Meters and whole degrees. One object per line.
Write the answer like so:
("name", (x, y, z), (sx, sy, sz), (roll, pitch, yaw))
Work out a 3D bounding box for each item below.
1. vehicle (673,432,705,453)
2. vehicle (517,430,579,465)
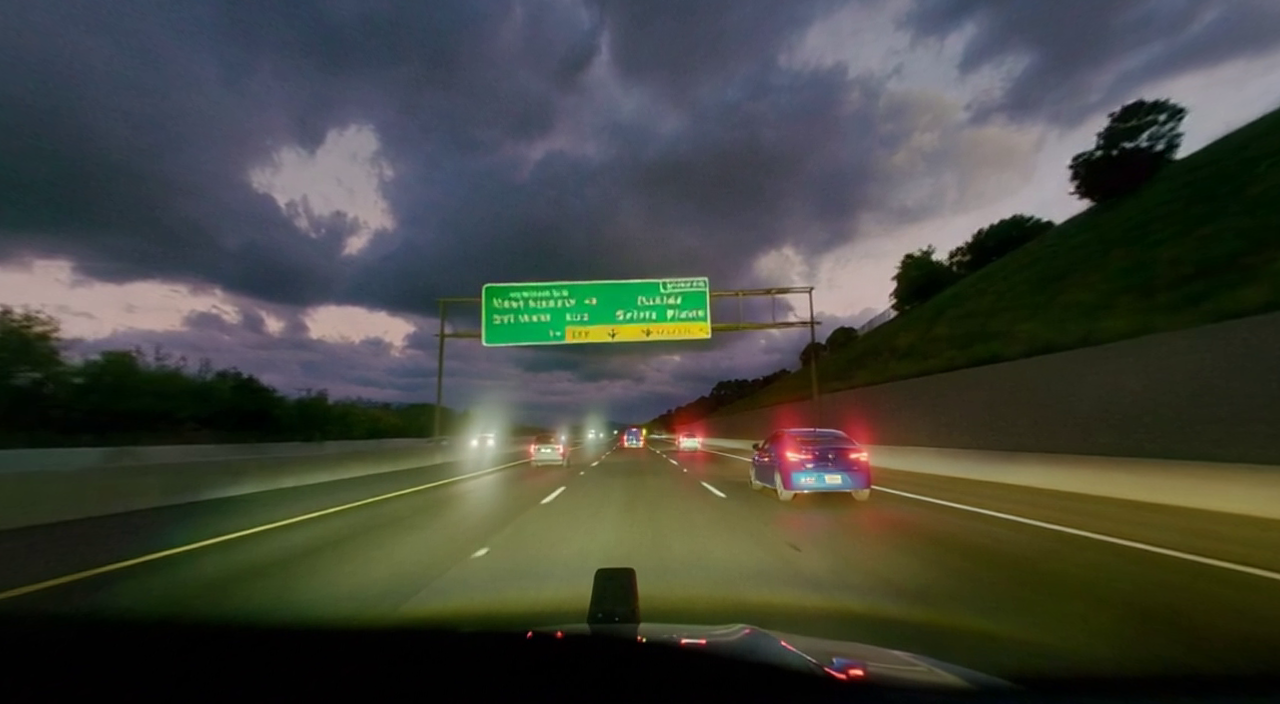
("vehicle", (3.486, 6.480, 45.240), (1.806, 1.469, 3.681), (0, -8, -2))
("vehicle", (-4.122, 4.353, 28.924), (2.204, 1.486, 4.121), (0, -8, 0))
